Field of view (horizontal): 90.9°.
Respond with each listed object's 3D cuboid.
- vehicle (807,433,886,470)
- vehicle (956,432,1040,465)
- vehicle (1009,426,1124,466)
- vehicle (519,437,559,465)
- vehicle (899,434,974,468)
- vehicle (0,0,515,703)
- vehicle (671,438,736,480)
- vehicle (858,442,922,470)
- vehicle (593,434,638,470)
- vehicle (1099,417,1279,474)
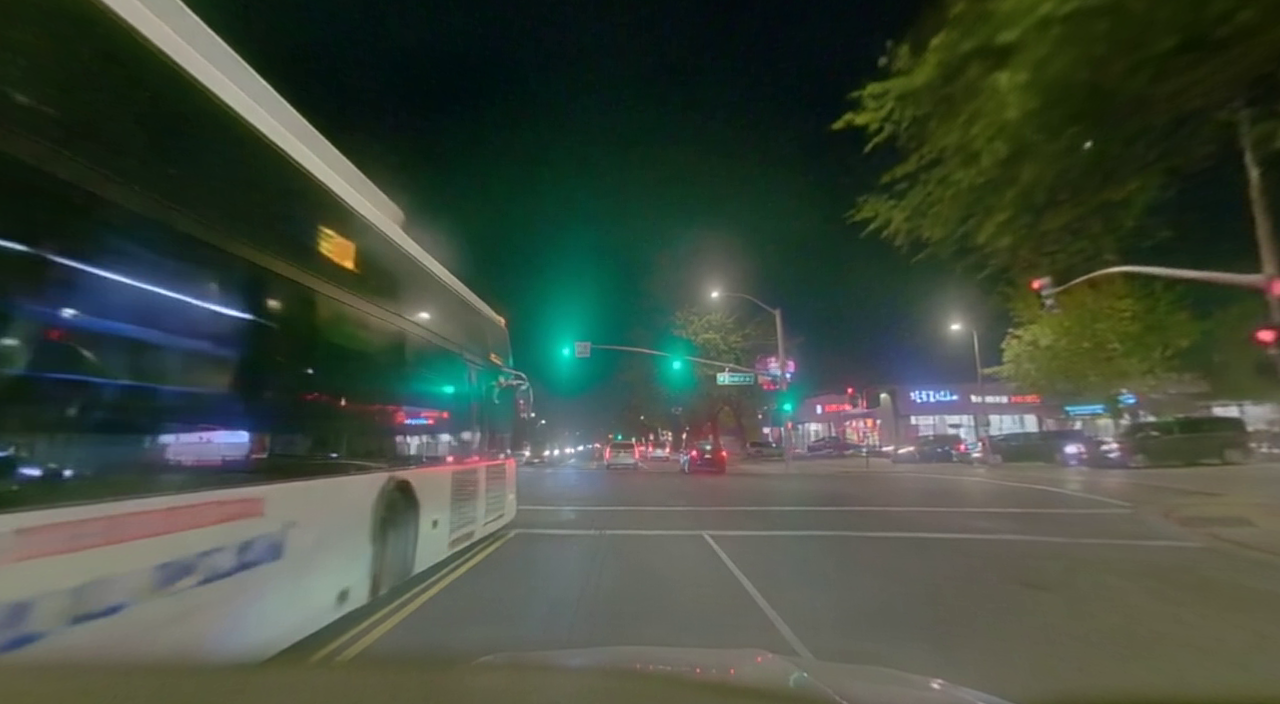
[{"bbox_3d":[11.541,5.582,35.647,2.304,1.907,4.844,0,-8,-7],"label":"vehicle"},{"bbox_3d":[20.196,5.480,35.812,2.143,1.731,4.290,0,-8,-1],"label":"vehicle"},{"bbox_3d":[23.809,5.257,35.522,2.384,1.959,5.372,-2,-7,-5],"label":"vehicle"},{"bbox_3d":[-6.935,6.766,43.559,2.242,1.740,4.659,-1,-7,-3],"label":"vehicle"},{"bbox_3d":[16.823,5.623,36.049,2.020,1.796,4.600,0,-8,-1],"label":"vehicle"},{"bbox_3d":[-3.632,0.157,2.804,3.018,3.217,13.998,0,-8,1],"label":"vehicle"},{"bbox_3d":[2.487,4.325,25.763,2.046,1.540,3.883,1,-8,-3],"label":"vehicle"},{"bbox_3d":[13.999,5.813,35.555,1.860,1.443,3.772,0,-8,-4],"label":"vehicle"},{"bbox_3d":[-1.316,5.424,34.380,2.301,1.837,4.411,0,-8,-2],"label":"vehicle"},{"bbox_3d":[21.159,3.523,23.796,5.766,2.002,2.298,0,-8,0],"label":"vehicle"}]
